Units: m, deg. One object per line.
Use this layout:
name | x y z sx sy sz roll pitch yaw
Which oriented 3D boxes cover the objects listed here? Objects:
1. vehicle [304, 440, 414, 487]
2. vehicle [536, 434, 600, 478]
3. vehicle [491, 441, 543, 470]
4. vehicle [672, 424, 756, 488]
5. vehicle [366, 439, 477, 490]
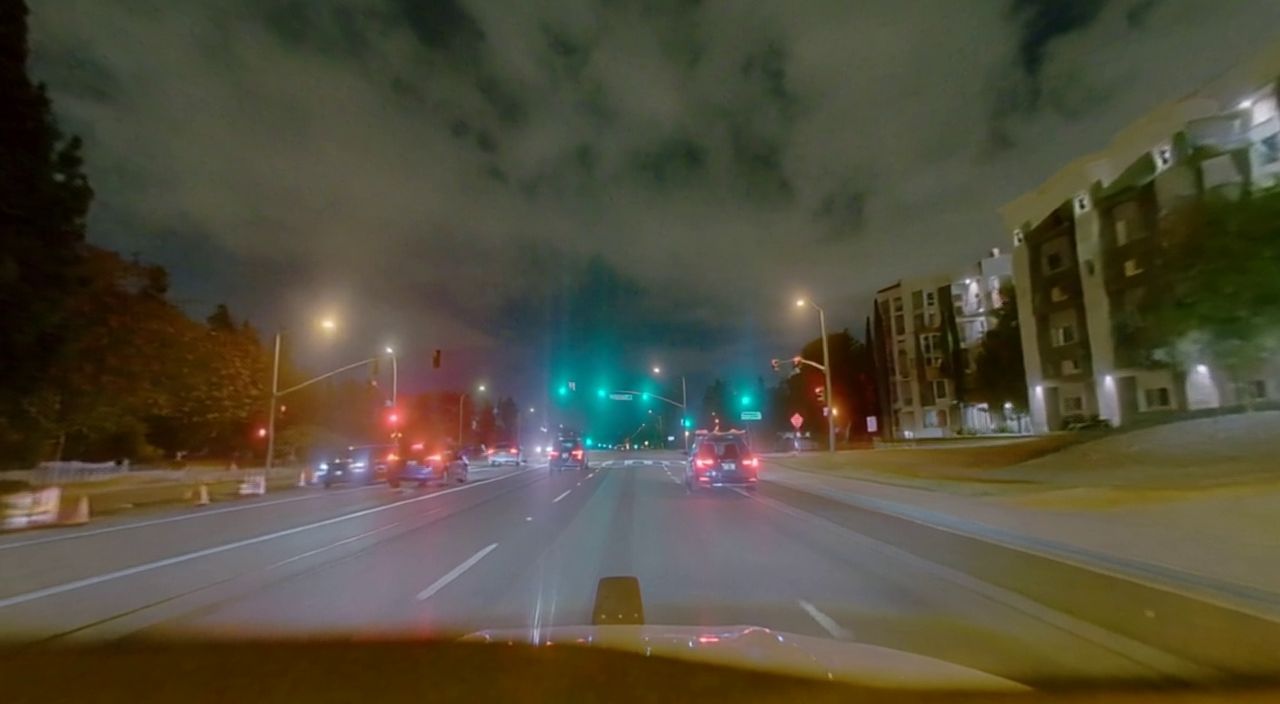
vehicle | -9.872 3.934 22.647 1.874 1.492 4.475 0 -8 0
vehicle | -2.867 4.268 26.128 2.121 1.654 3.993 0 -8 1
vehicle | -6.597 5.565 34.185 1.993 1.492 3.666 0 -8 1
vehicle | 2.249 3.336 20.523 2.197 1.835 4.316 0 -8 0
vehicle | -7.049 3.668 21.002 1.928 1.488 4.635 0 -8 1
